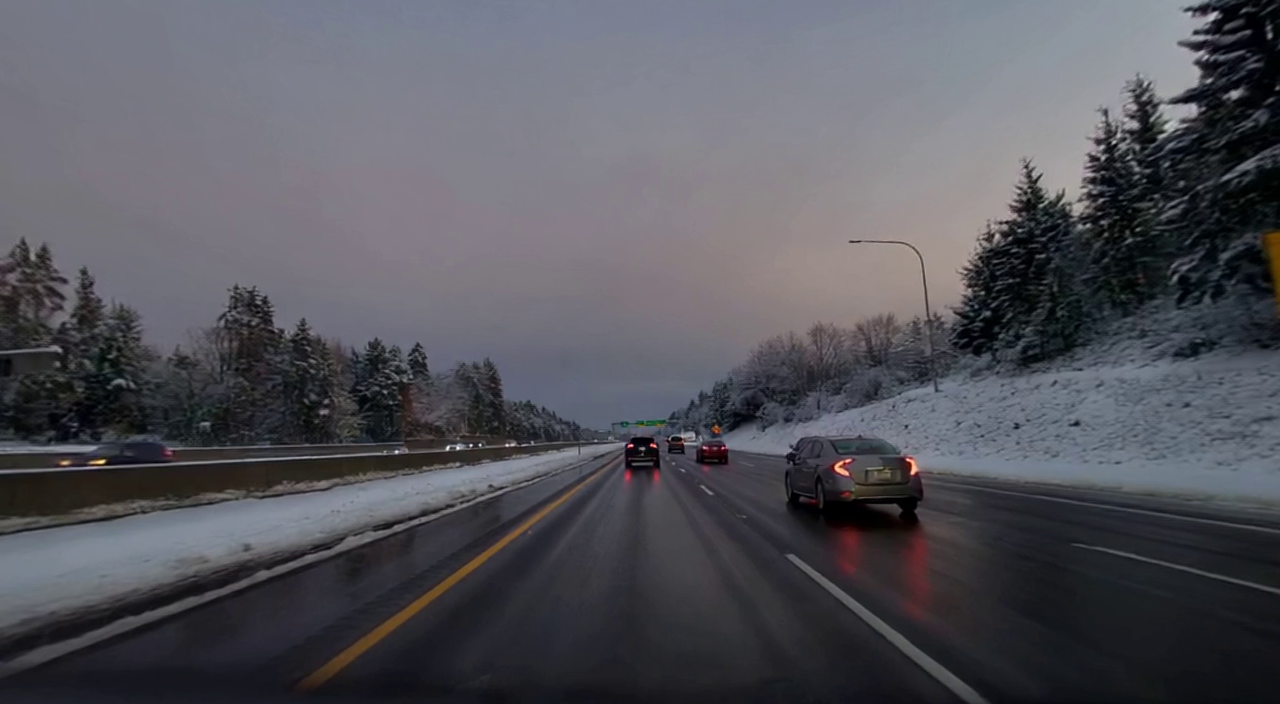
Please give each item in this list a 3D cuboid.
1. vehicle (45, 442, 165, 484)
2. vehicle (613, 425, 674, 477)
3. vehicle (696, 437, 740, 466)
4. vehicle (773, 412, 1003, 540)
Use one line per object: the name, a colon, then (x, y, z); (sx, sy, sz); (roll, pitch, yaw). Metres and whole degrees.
vehicle: (-26.712, 5.516, 31.756); (2.005, 1.908, 4.590); (0, -8, -1)
vehicle: (0.136, 3.862, 24.805); (2.189, 1.852, 4.038); (0, -8, 0)
vehicle: (4.213, 5.458, 34.726); (1.825, 1.487, 4.034); (0, -8, -1)
vehicle: (3.739, 1.956, 10.575); (2.003, 1.661, 4.418); (0, -8, -1)
